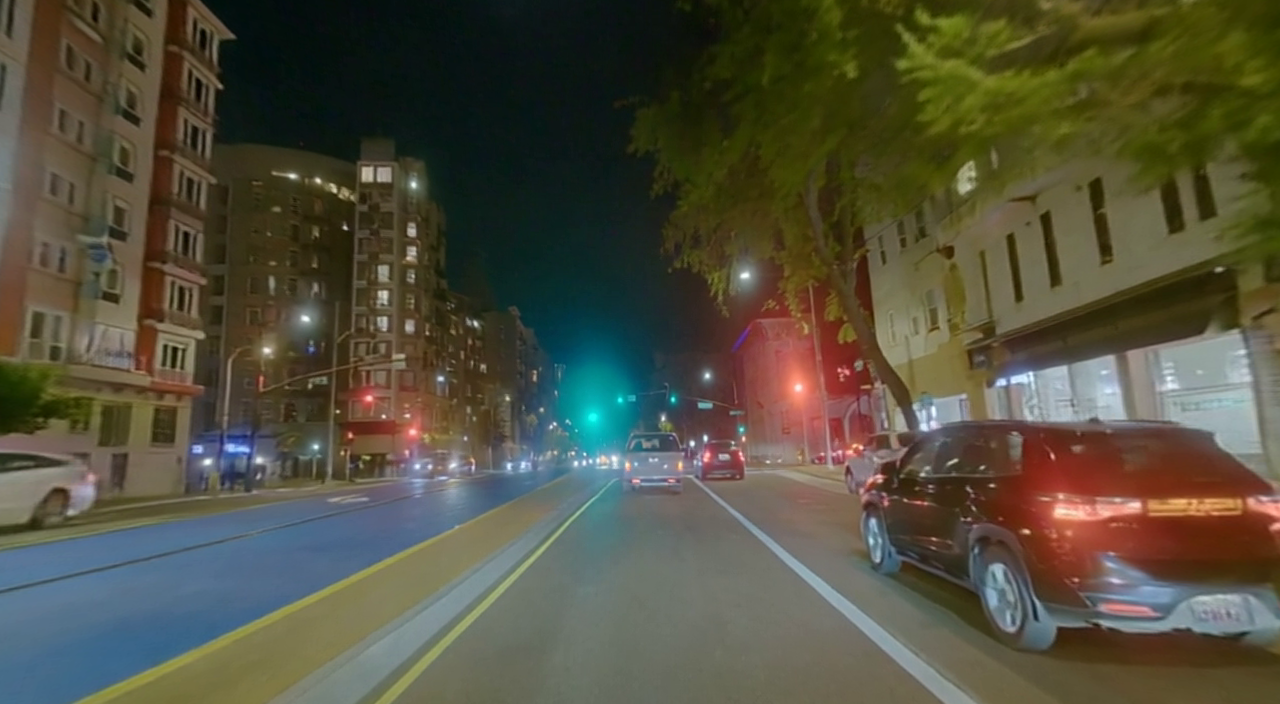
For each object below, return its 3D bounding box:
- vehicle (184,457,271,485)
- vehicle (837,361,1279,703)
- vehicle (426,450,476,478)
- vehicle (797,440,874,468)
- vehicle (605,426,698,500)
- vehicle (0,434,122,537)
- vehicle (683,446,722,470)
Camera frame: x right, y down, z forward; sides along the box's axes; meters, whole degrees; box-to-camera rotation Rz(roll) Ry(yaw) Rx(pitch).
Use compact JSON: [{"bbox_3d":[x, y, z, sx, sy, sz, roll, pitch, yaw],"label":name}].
[{"bbox_3d":[-28.823,8.302,44.199,4.558,1.818,2.120,0,-9,1],"label":"vehicle"},{"bbox_3d":[3.218,1.215,5.119,1.939,1.746,4.091,0,-9,1],"label":"vehicle"},{"bbox_3d":[-13.289,7.866,44.608,1.914,1.889,4.585,0,-9,2],"label":"vehicle"},{"bbox_3d":[14.623,7.654,47.534,5.156,2.005,2.122,-1,-9,7],"label":"vehicle"},{"bbox_3d":[0.292,2.956,17.146,2.209,1.748,4.130,0,-9,1],"label":"vehicle"},{"bbox_3d":[-14.285,2.627,12.282,2.640,2.054,6.504,-1,-9,3],"label":"vehicle"},{"bbox_3d":[3.888,6.651,39.767,2.045,1.465,4.355,0,-9,0],"label":"vehicle"}]
